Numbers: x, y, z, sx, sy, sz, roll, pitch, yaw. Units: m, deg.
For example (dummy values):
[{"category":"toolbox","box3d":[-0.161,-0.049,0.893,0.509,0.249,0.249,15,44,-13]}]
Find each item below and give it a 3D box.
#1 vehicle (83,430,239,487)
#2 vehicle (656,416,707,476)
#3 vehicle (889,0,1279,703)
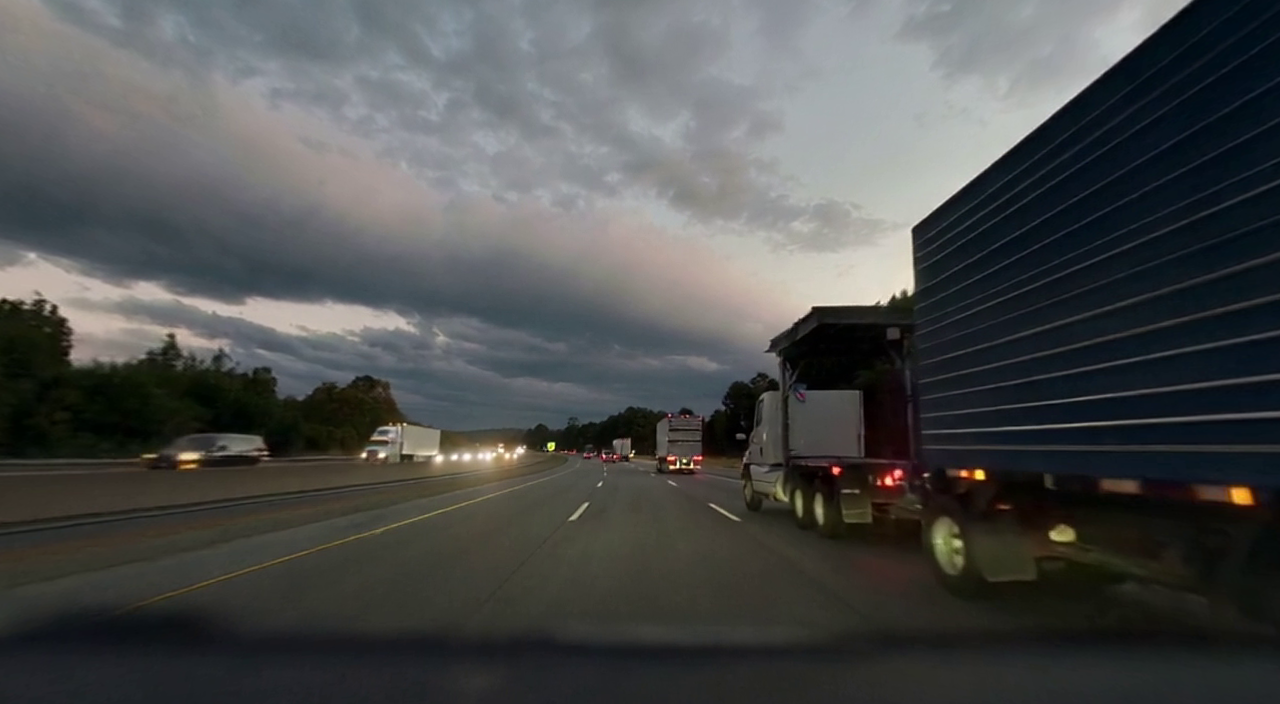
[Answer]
[{"category":"vehicle","box3d":[-17.244,3.876,23.115,2.086,1.861,4.677,0,-9,-1]},{"category":"vehicle","box3d":[2.960,7.105,47.570,2.826,4.035,8.369,1,-9,-3]},{"category":"vehicle","box3d":[4.319,0.055,3.329,2.832,3.839,7.263,0,-9,-1]}]
